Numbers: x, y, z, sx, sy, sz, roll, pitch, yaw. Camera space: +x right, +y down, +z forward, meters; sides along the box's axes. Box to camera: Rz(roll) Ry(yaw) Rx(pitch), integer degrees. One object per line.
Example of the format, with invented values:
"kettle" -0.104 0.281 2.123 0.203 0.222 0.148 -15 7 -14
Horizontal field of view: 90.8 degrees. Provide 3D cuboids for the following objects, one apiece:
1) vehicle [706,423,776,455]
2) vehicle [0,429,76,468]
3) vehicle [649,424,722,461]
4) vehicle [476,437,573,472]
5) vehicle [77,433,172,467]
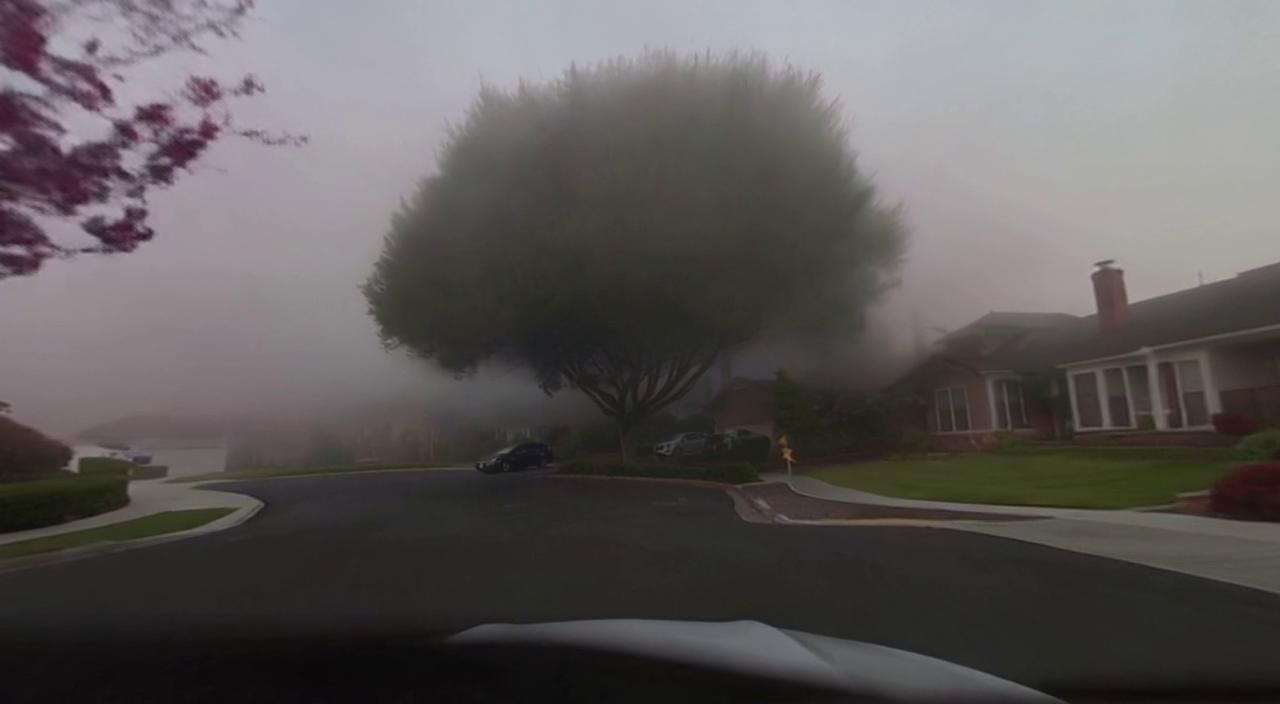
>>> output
"vehicle" 6.173 5.307 38.203 2.152 1.773 4.495 -7 -11 39
"vehicle" -29.089 4.439 29.041 4.435 1.707 2.046 -1 -9 5
"vehicle" 2.835 5.445 38.441 2.310 1.701 4.280 -4 -2 39
"vehicle" -6.290 5.650 34.832 4.815 1.827 2.147 -1 -9 7
"vehicle" -28.365 5.380 34.772 4.237 1.728 2.203 -4 -10 24
